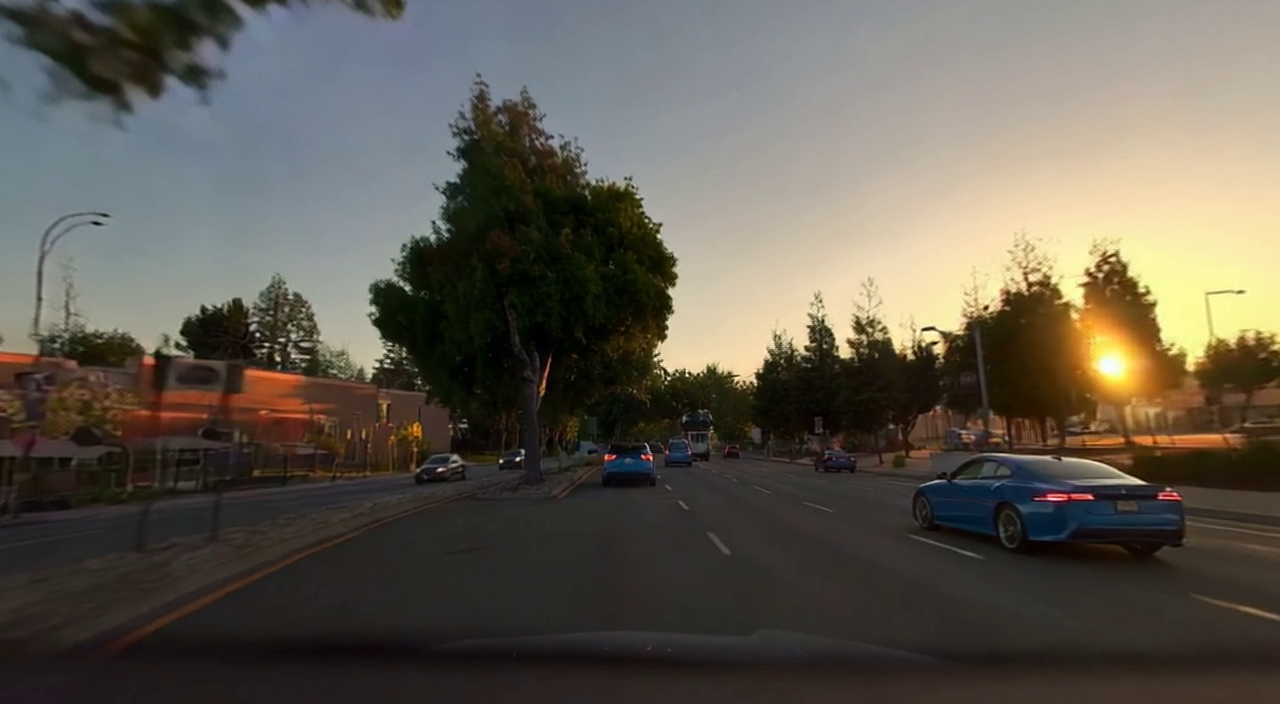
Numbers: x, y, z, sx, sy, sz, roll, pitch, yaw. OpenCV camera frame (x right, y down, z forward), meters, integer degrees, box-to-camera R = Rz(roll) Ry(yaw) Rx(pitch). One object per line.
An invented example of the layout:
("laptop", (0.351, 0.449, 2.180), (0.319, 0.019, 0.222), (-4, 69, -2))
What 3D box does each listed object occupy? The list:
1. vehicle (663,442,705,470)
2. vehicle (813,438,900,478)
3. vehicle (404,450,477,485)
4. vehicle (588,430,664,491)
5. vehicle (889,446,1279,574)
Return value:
("vehicle", (2.500, 6.025, 36.743), (2.078, 1.471, 4.142), (-1, -9, -1))
("vehicle", (8.954, 4.418, 26.538), (2.045, 1.484, 4.342), (-1, -9, -1))
("vehicle", (-9.536, 5.534, 30.577), (1.989, 1.542, 4.435), (-1, -9, 1))
("vehicle", (-0.475, 3.567, 20.991), (2.266, 1.762, 4.131), (-1, -9, -1))
("vehicle", (5.555, 1.987, 8.825), (2.258, 1.294, 4.312), (0, -9, -2))
